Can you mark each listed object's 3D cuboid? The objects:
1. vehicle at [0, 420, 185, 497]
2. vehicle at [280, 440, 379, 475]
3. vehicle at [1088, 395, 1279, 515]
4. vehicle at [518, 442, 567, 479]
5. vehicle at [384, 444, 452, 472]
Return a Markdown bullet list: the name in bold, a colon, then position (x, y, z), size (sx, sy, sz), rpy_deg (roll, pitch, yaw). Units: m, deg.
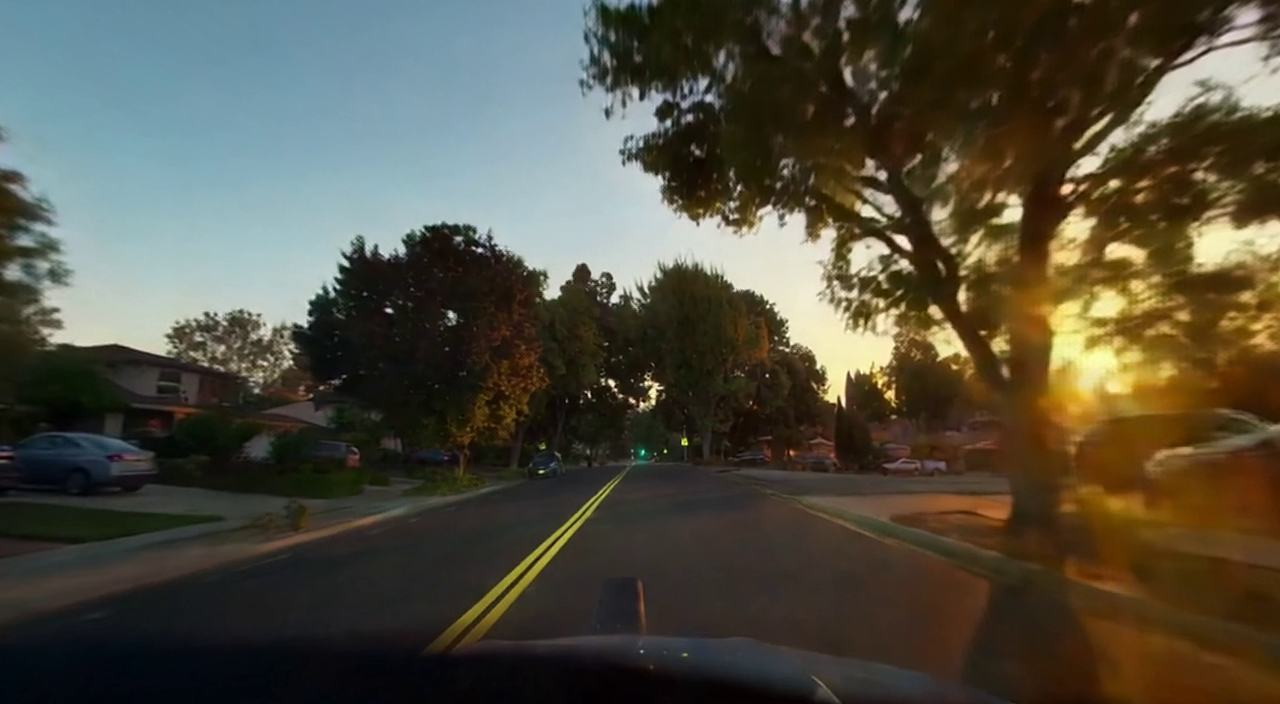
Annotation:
- **vehicle**: position (-14.279, 2.738, 16.427), size (4.537, 1.751, 2.051), rpy_deg (-5, -10, 28)
- **vehicle**: position (-14.485, 4.869, 29.374), size (4.668, 1.491, 1.941), rpy_deg (-6, -10, 32)
- **vehicle**: position (9.791, 1.506, 9.379), size (4.599, 1.622, 1.998), rpy_deg (-3, -9, 18)
- **vehicle**: position (-5.418, 6.190, 35.599), size (1.924, 1.765, 4.542), rpy_deg (-3, -12, 2)
- **vehicle**: position (-16.619, 7.939, 47.229), size (4.742, 1.495, 1.963), rpy_deg (-11, -11, 23)
